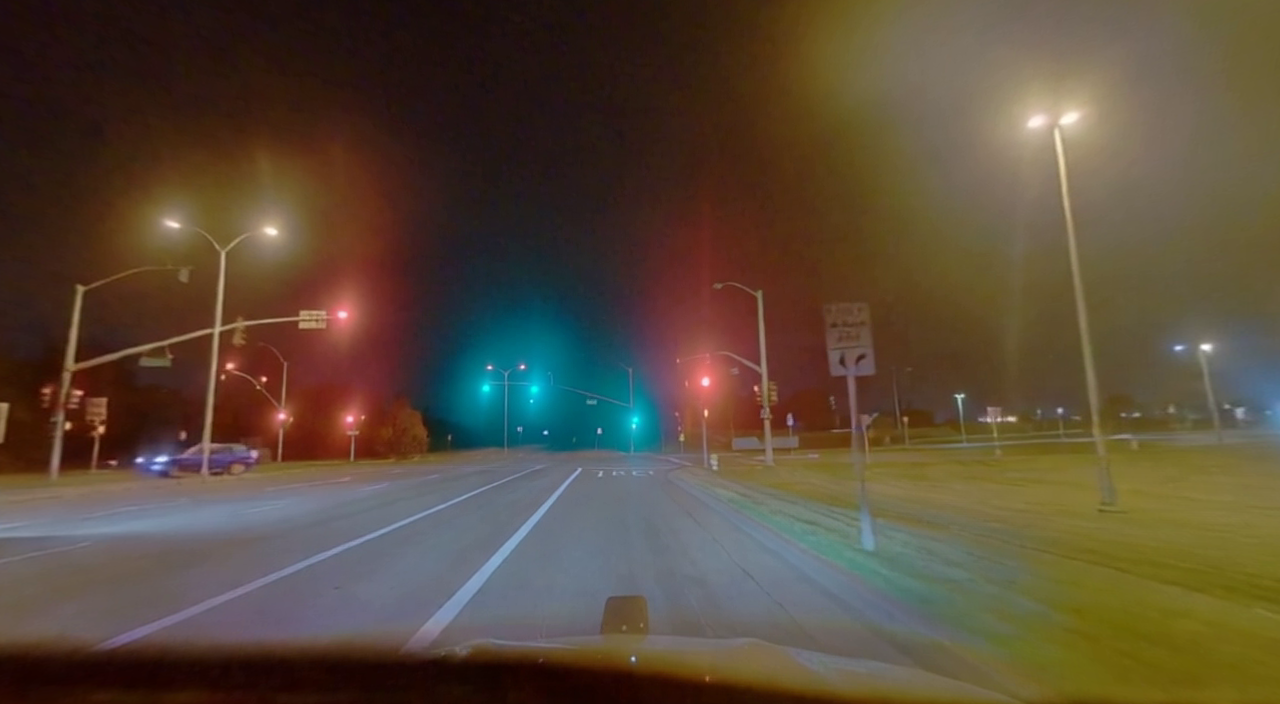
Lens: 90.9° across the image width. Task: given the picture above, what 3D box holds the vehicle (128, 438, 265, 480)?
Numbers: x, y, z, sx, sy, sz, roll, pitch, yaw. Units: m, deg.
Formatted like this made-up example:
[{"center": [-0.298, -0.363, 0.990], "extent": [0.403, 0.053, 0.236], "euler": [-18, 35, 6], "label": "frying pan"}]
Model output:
[{"center": [-17.858, 4.292, 25.705], "extent": [1.837, 1.530, 4.570], "euler": [-2, -8, 9], "label": "vehicle"}]
